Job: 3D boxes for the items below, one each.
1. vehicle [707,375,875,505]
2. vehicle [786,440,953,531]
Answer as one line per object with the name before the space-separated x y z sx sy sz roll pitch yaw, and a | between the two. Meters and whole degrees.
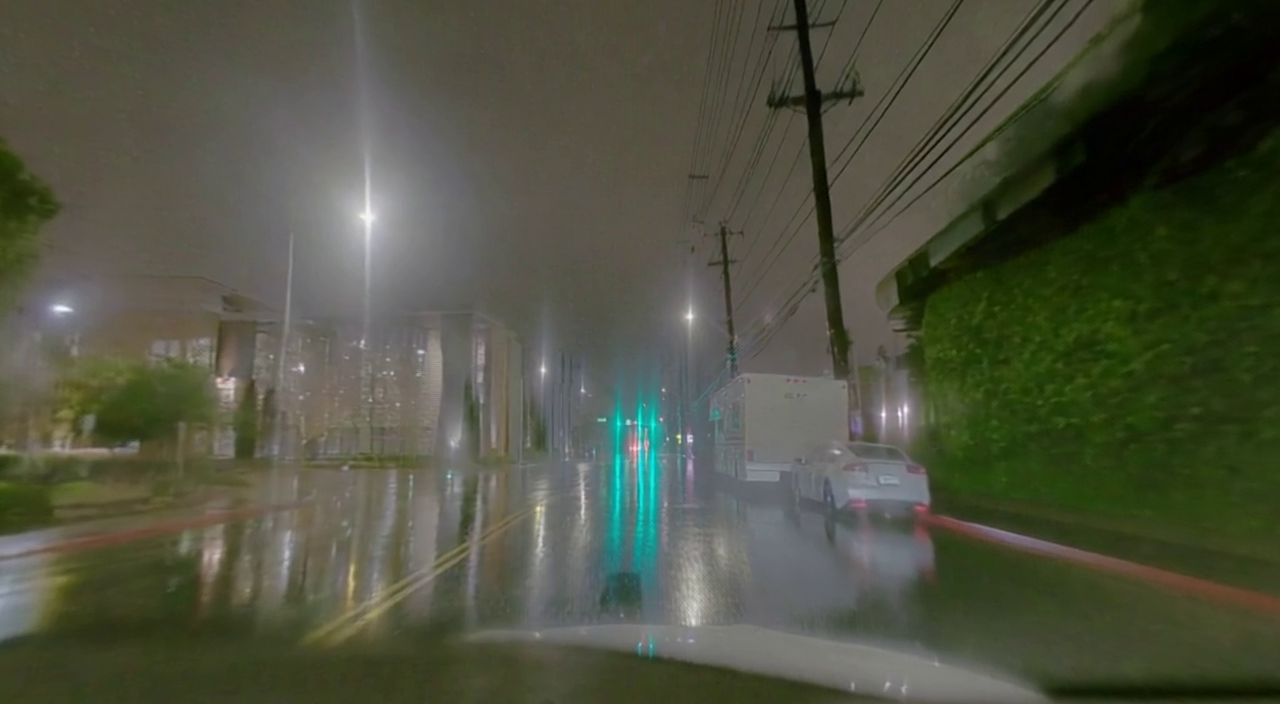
vehicle | 4.259 2.864 20.336 3.110 3.241 8.788 0 -9 -1
vehicle | 4.416 2.594 12.839 1.852 1.497 3.672 -2 -8 -2
